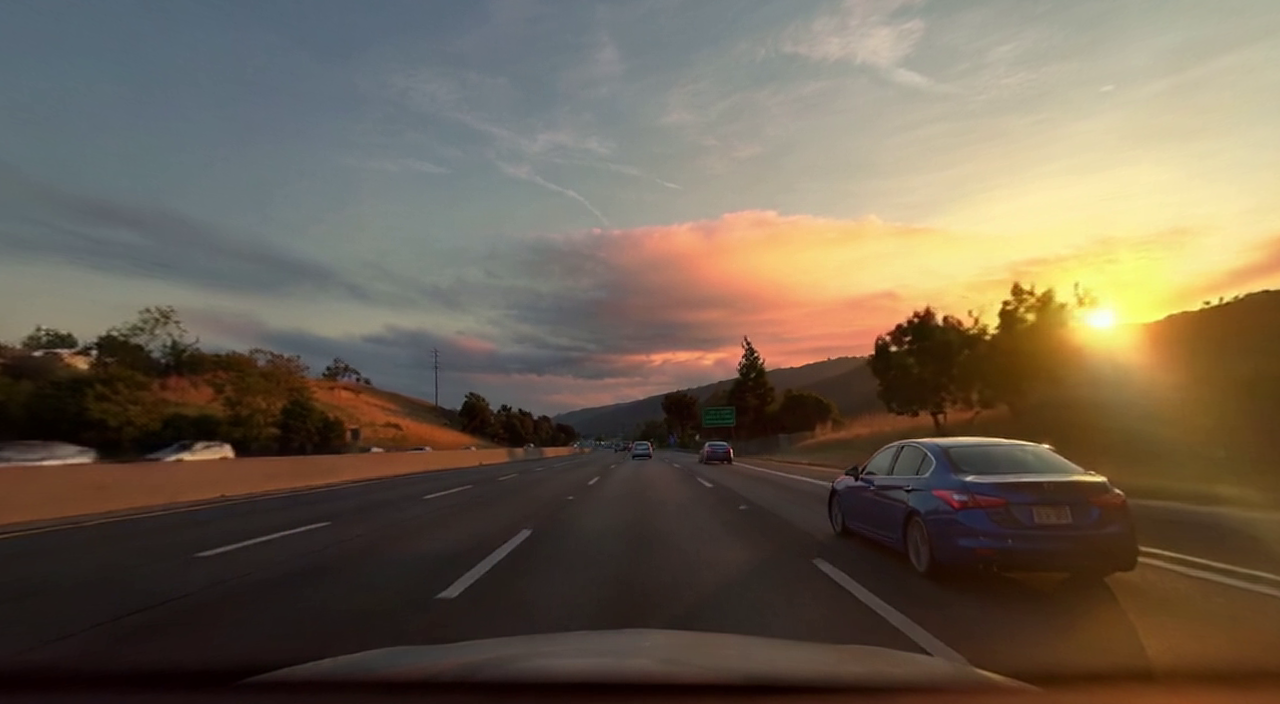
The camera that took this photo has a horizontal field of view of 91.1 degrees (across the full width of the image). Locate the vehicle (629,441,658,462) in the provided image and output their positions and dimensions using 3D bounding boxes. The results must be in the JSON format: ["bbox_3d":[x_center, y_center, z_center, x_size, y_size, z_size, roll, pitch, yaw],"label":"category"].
[{"bbox_3d":[0.247,7.363,46.536,2.052,1.449,3.857,0,-8,0],"label":"vehicle"}]

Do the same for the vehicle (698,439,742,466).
[{"bbox_3d":[4.782,6.106,38.229,2.008,1.524,4.598,0,-8,-1],"label":"vehicle"}]

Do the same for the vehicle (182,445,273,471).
[{"bbox_3d":[-28.923,7.402,44.321,2.546,1.681,5.672,0,-8,1],"label":"vehicle"}]

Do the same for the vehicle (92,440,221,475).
[{"bbox_3d":[-29.012,6.340,38.139,2.271,1.944,6.850,0,-8,1],"label":"vehicle"}]
